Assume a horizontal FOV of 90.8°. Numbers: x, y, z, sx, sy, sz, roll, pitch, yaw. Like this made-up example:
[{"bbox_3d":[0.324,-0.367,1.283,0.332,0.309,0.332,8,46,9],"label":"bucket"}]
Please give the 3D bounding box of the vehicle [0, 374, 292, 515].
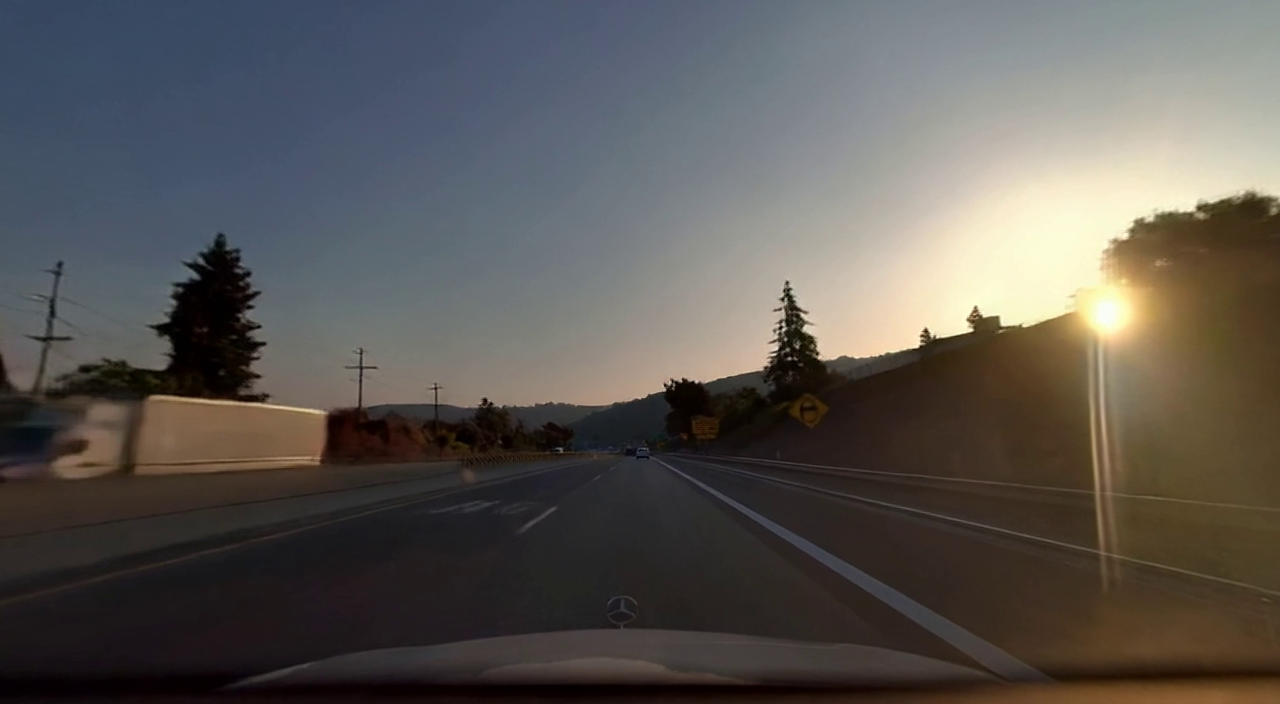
[{"bbox_3d":[-16.276,3.224,21.809,2.929,3.767,9.589,0,-9,0],"label":"vehicle"}]
